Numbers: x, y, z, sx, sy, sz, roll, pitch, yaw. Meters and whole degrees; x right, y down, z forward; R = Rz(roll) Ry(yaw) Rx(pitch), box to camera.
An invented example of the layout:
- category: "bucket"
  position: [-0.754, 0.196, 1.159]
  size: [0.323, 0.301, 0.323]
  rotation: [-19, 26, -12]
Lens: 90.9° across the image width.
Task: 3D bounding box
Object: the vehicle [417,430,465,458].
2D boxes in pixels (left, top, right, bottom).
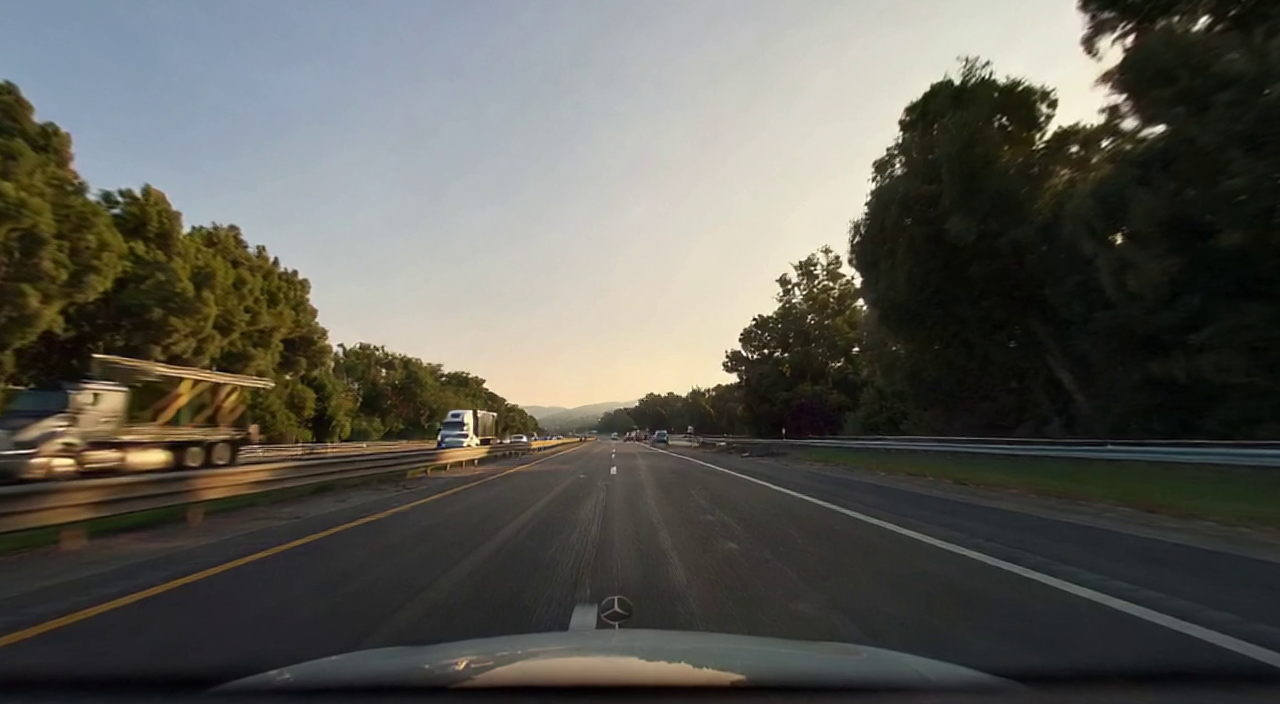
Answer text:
- category: "vehicle"
  position: [-12.912, 5.991, 41.141]
  size: [1.913, 1.675, 4.147]
  rotation: [0, -8, -2]

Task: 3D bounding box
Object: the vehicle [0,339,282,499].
- category: "vehicle"
  position: [-16.149, 2.330, 20.795]
  size: [3.001, 3.996, 10.172]
  rotation: [0, -8, -3]
